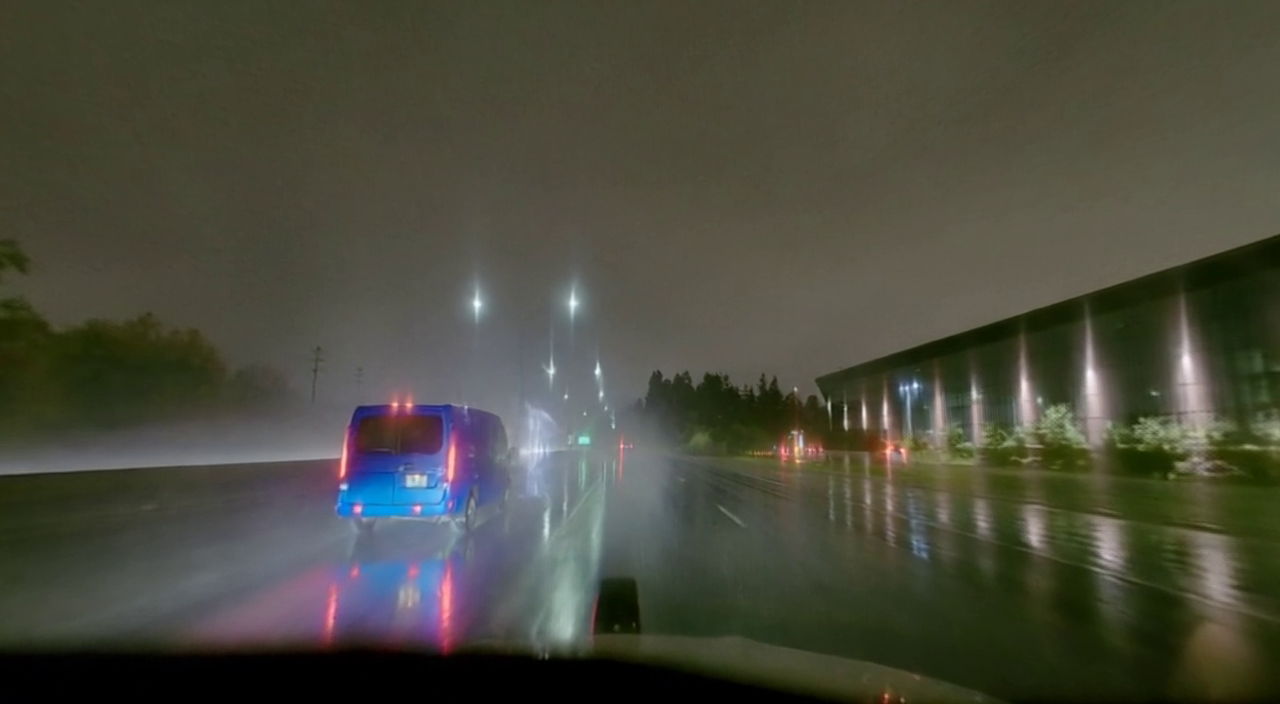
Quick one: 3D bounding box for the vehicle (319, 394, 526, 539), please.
[{"bbox_3d":[-3.412,1.915,11.015,2.046,1.982,4.465,0,-9,-1],"label":"vehicle"}]
